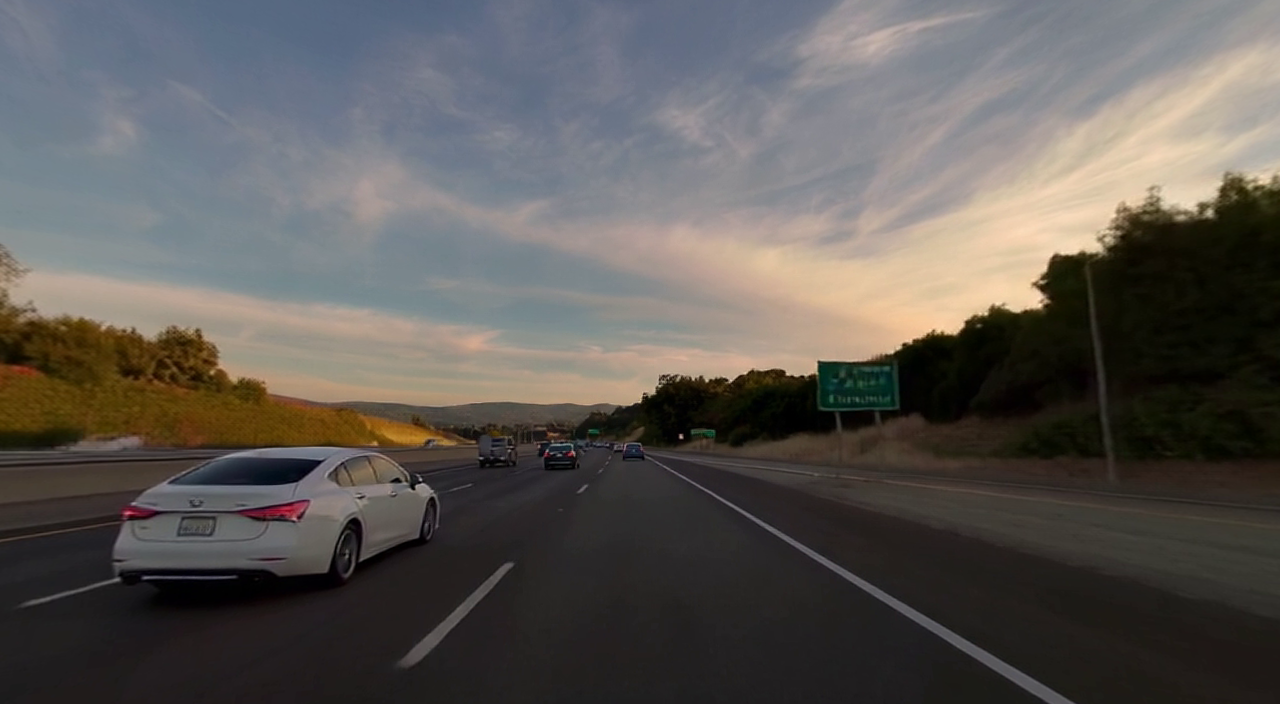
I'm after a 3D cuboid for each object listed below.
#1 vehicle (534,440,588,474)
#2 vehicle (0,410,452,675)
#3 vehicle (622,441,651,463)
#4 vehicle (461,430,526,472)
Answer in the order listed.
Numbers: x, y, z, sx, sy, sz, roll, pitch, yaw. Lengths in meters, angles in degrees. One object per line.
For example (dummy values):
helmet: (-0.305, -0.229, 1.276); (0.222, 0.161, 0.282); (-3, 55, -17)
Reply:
vehicle: (-3.660, 4.948, 29.985); (2.068, 1.501, 4.395); (0, -8, -1)
vehicle: (-3.444, 1.426, 5.913); (2.025, 1.506, 4.429); (0, -8, 0)
vehicle: (-0.308, 7.315, 46.193); (2.018, 1.508, 4.087); (0, -8, -2)
vehicle: (-7.544, 5.172, 33.154); (2.171, 1.982, 5.246); (0, -8, -1)
